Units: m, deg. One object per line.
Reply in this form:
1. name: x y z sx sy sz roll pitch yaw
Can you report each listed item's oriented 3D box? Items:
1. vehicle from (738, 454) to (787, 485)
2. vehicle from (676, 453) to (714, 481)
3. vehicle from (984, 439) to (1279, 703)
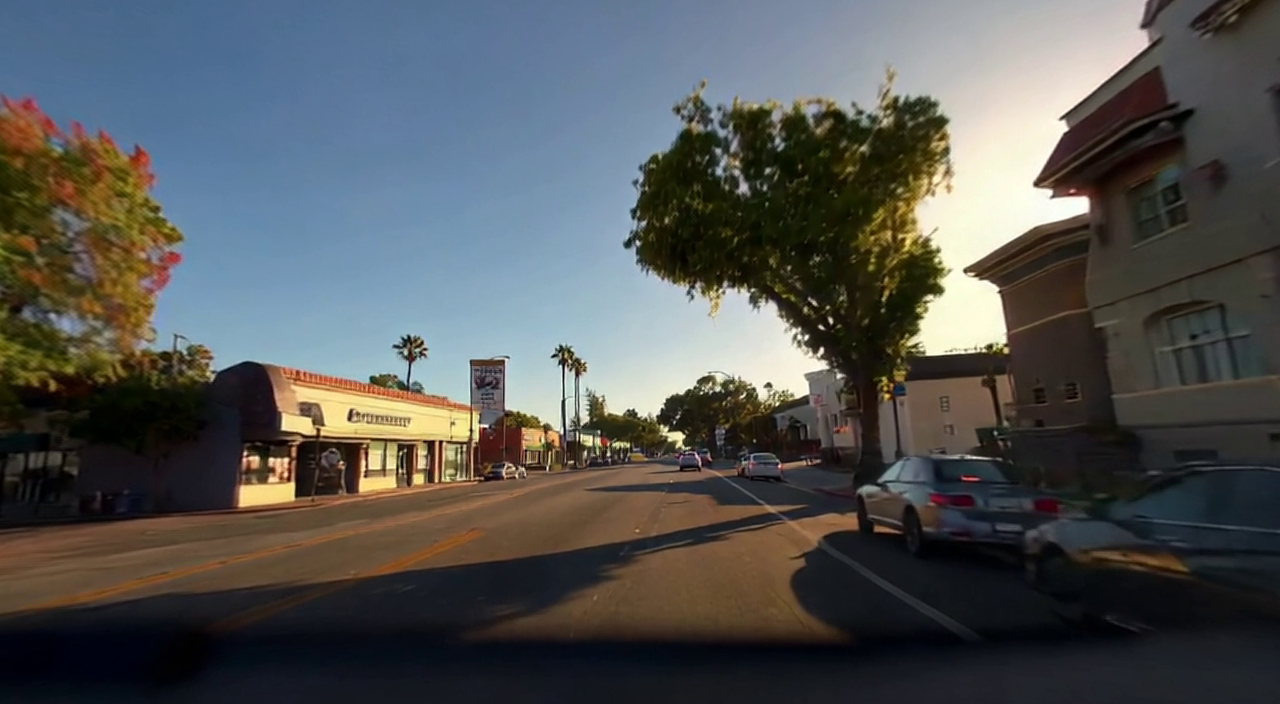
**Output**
1. vehicle: 6.510 6.289 34.013 1.834 1.504 4.331 0 -9 1
2. vehicle: 3.191 6.637 36.659 2.067 1.477 4.653 -1 -9 5
3. vehicle: 4.306 1.323 3.873 2.025 1.538 4.707 -1 -9 4
